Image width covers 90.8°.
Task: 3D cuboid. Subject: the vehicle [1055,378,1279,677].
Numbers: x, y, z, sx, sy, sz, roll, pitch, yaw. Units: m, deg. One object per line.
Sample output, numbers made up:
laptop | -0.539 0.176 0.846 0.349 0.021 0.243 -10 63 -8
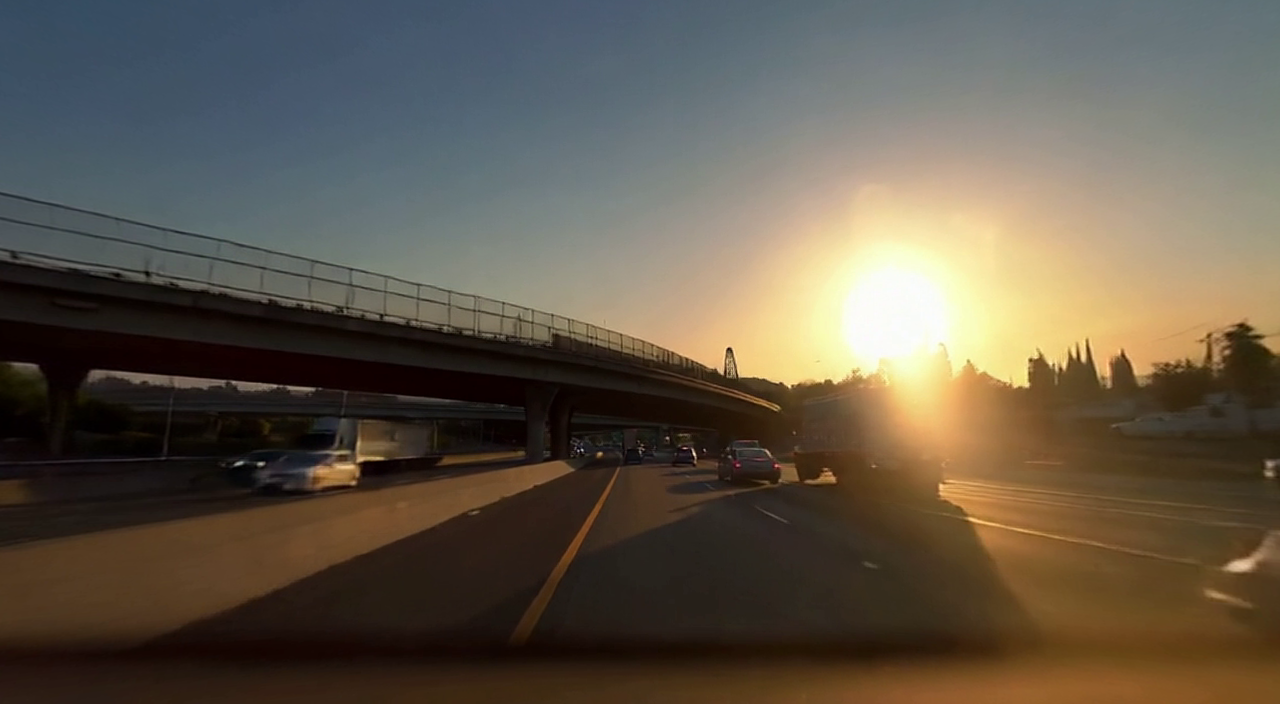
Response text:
vehicle | 4.730 0.943 3.214 2.084 1.698 4.489 0 -9 -1

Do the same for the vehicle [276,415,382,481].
vehicle | -20.774 6.518 42.982 3.051 3.996 8.261 0 -9 -1

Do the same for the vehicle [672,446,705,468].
vehicle | 3.673 8.032 48.406 2.005 1.585 4.863 0 -9 -2

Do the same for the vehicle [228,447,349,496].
vehicle | -12.942 4.389 23.639 1.971 1.612 4.481 0 -9 -1

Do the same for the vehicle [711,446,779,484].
vehicle | 4.281 4.682 26.513 1.971 1.453 4.414 0 -9 -2

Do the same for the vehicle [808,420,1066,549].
vehicle | 4.639 2.129 10.876 2.092 1.710 4.587 0 -9 -1
